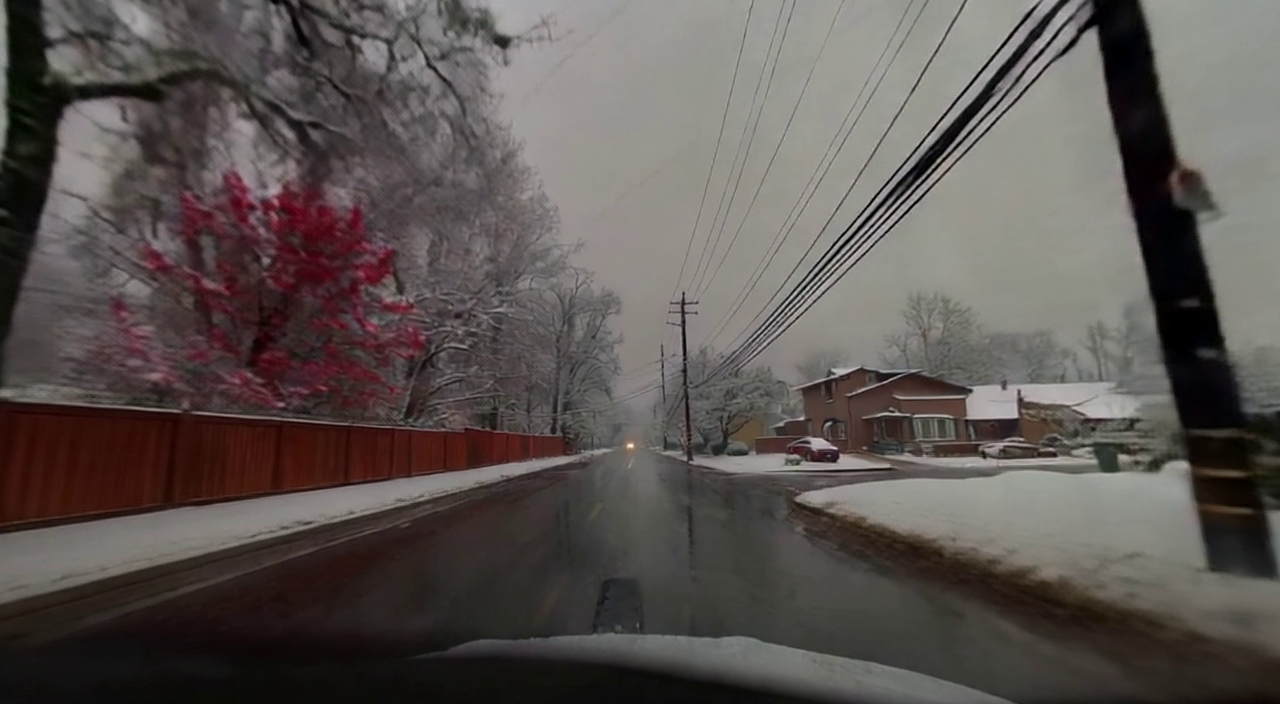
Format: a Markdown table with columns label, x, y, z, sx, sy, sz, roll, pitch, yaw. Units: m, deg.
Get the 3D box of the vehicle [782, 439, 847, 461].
| label | x | y | z | sx | sy | sz | roll | pitch | yaw |
| --- | --- | --- | --- | --- | --- | --- | --- | --- | --- |
| vehicle | 12.619 | 7.087 | 45.912 | 4.286 | 1.525 | 2.219 | -1 | -9 | 10 |
